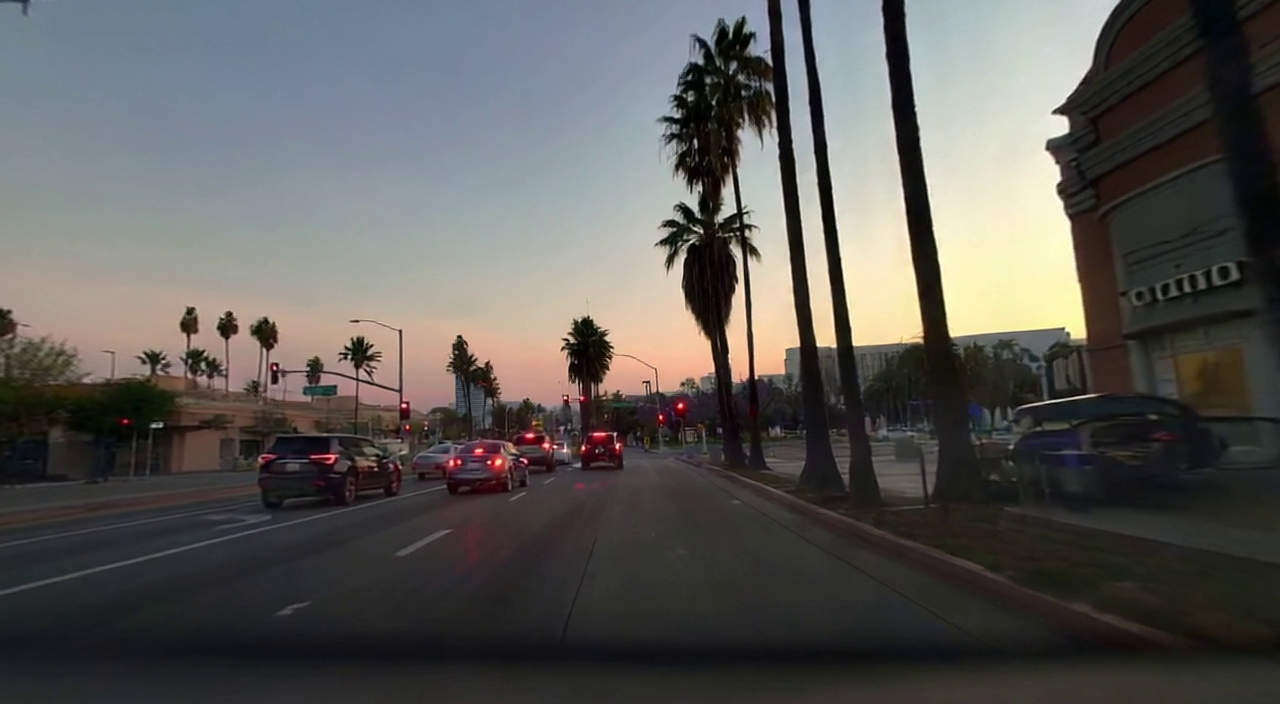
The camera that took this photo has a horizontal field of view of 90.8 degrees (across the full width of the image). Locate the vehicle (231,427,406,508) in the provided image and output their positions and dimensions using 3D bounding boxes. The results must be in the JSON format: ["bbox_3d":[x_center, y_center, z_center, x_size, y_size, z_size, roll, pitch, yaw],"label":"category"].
[{"bbox_3d":[-8.470,3.097,17.349,2.178,1.864,5.005,0,-9,-1],"label":"vehicle"}]

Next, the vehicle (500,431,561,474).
[{"bbox_3d":[-5.091,4.789,30.161,2.025,1.862,4.804,0,-9,0],"label":"vehicle"}]

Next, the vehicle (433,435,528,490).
[{"bbox_3d":[-5.094,3.596,20.864,1.885,1.567,4.775,0,-9,0],"label":"vehicle"}]

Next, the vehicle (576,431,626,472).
[{"bbox_3d":[-1.741,4.671,29.747,2.153,1.759,4.320,0,-9,-1],"label":"vehicle"}]

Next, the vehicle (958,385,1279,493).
[{"bbox_3d":[9.504,1.768,12.882,4.774,1.975,2.245,0,-9,-2],"label":"vehicle"}]
